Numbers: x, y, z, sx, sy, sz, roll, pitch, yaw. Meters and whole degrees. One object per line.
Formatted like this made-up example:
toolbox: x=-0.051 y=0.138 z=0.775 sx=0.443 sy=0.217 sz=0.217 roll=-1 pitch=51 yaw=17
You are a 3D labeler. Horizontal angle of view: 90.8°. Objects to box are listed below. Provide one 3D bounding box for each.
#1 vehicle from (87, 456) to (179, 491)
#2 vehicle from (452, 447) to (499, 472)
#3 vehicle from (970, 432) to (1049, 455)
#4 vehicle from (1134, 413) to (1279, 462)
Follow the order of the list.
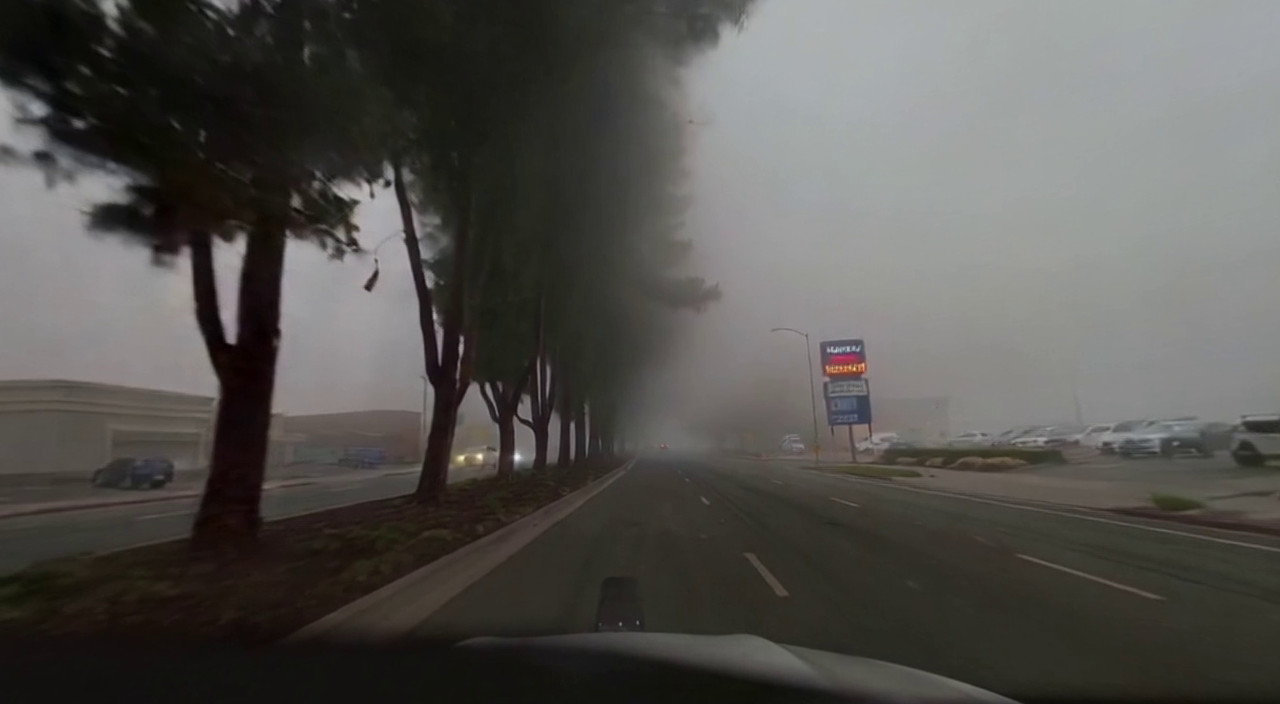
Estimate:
vehicle: x=-24.623 y=5.852 z=30.669 sx=4.605 sy=1.509 sz=1.845 roll=-5 pitch=-10 yaw=30
vehicle: x=-10.870 y=7.100 z=42.006 sx=1.896 sy=1.593 sz=4.014 roll=0 pitch=-9 yaw=2
vehicle: x=22.565 y=5.588 z=38.687 sx=3.547 sy=1.360 sz=1.951 roll=0 pitch=-9 yaw=3
vehicle: x=20.968 y=2.974 z=21.887 sx=5.669 sy=1.603 sz=2.284 roll=0 pitch=-9 yaw=1
